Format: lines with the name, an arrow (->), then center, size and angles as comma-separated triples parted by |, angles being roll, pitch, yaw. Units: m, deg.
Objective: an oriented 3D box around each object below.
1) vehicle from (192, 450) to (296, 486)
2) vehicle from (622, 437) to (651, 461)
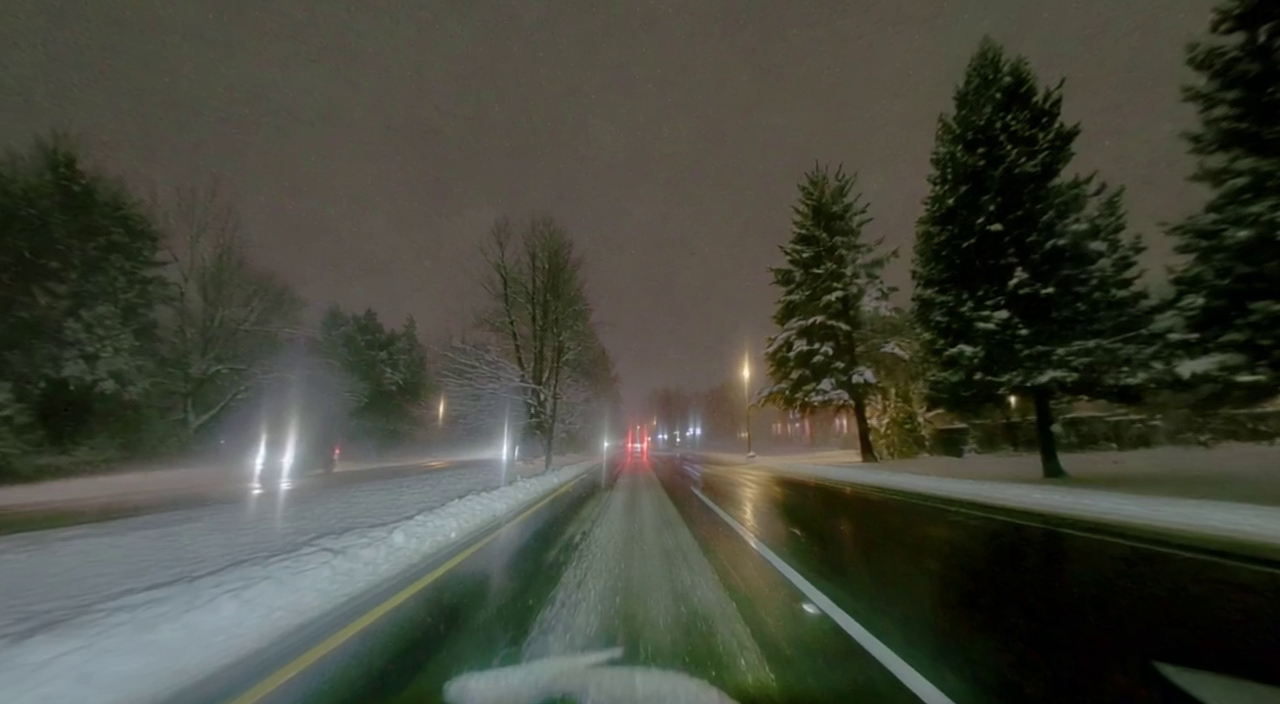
vehicle -> -18.501, 5.420, 29.789 | 1.835, 1.496, 4.713 | 0, -8, 0
vehicle -> -0.288, 6.967, 45.499 | 2.016, 1.665, 3.932 | 0, -8, -1
